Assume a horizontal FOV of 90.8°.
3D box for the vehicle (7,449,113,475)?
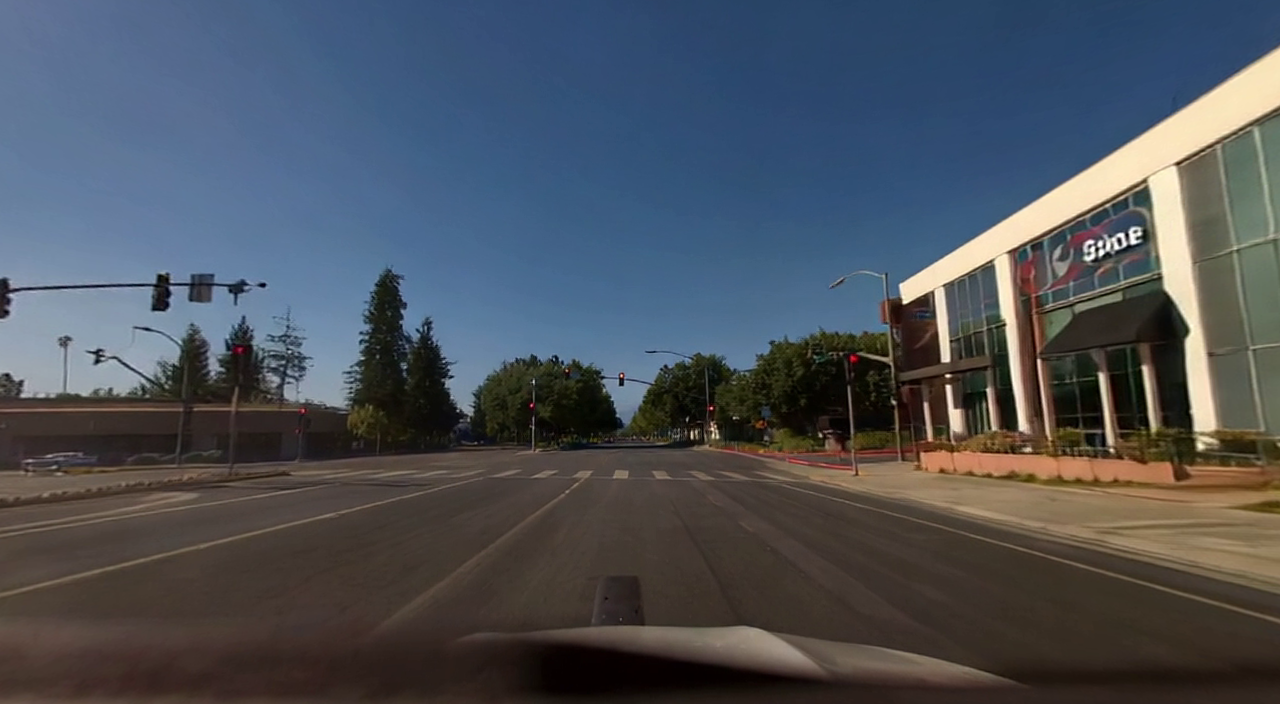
[{"bbox_3d":[-35.120,6.656,38.315,4.500,1.465,1.936,0,-8,1],"label":"vehicle"}]
